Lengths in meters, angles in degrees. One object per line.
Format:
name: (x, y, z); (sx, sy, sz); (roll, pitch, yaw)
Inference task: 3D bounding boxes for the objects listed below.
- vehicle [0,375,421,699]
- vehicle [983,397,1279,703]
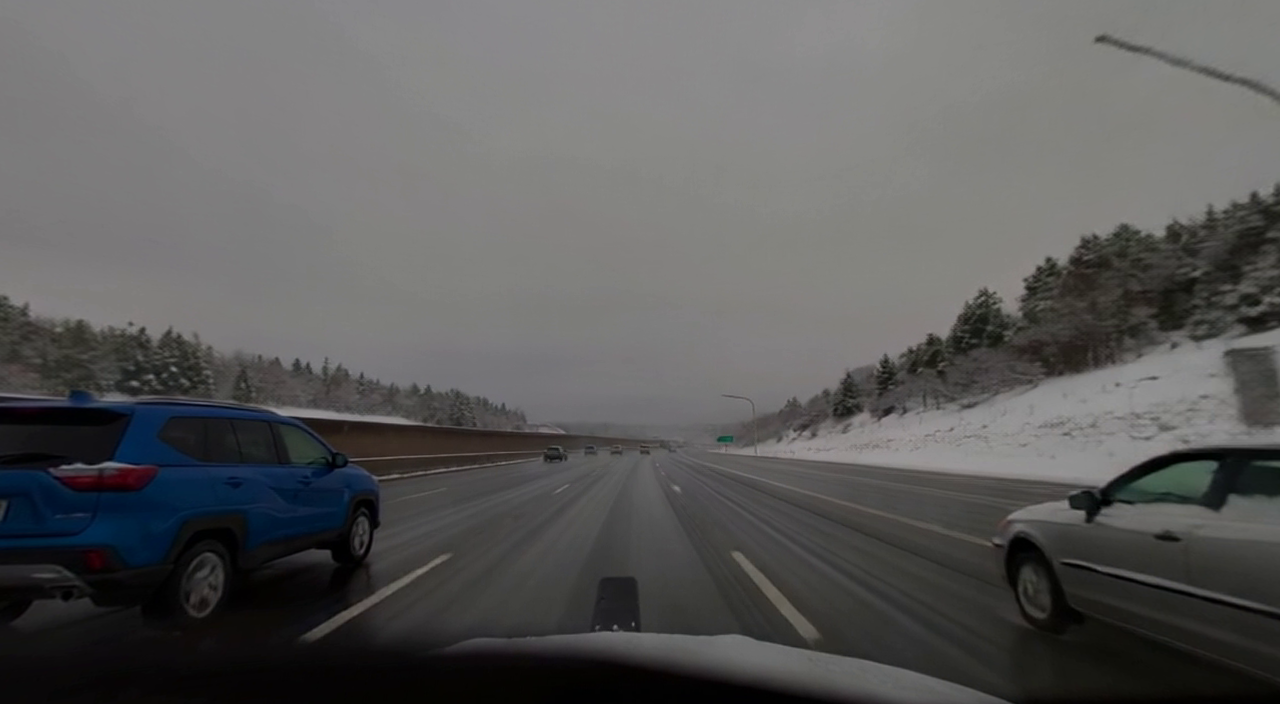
vehicle: (-3.874, 1.331, 5.774); (2.047, 1.715, 4.689); (0, -9, 0)
vehicle: (3.579, 0.939, 2.593); (1.847, 1.493, 4.303); (0, -9, -1)
